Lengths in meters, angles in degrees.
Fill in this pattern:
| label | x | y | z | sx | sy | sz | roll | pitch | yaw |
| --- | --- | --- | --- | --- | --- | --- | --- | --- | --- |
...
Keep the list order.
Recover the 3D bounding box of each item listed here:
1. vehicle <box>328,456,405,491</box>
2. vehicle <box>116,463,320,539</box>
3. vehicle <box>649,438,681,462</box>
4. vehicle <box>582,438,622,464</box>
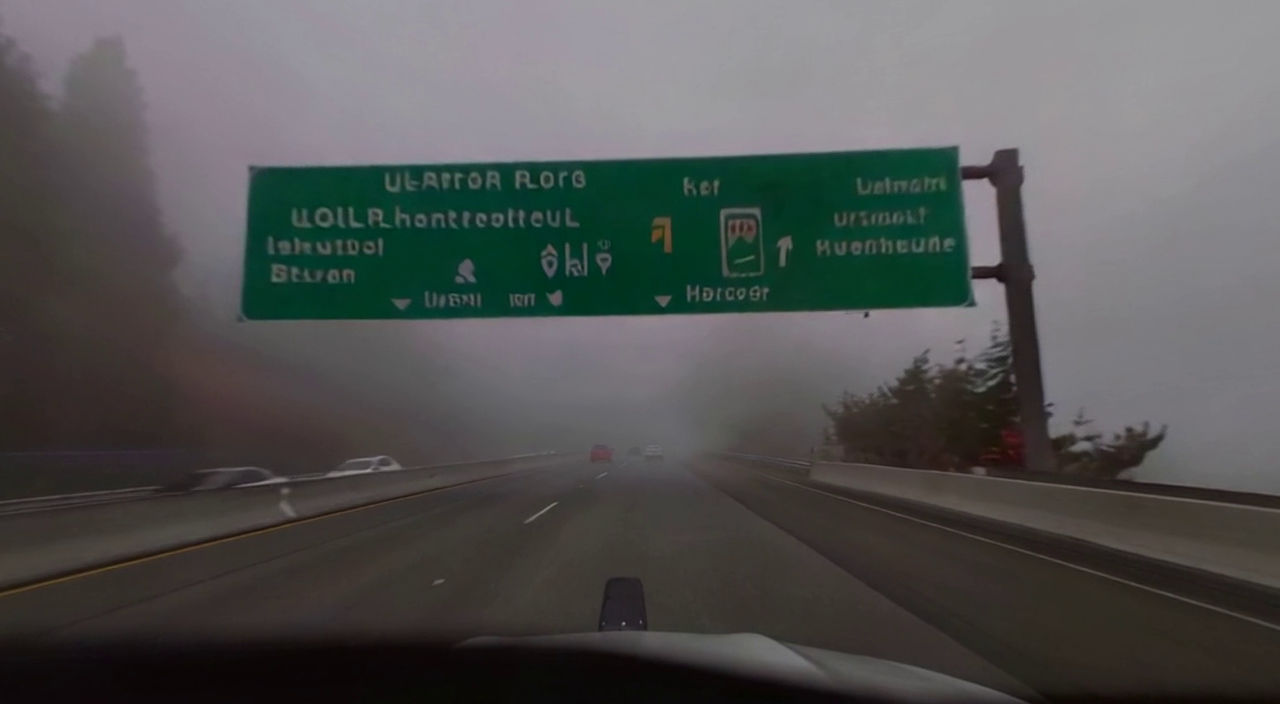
| label | x | y | z | sx | sy | sz | roll | pitch | yaw |
| --- | --- | --- | --- | --- | --- | --- | --- | --- | --- |
| vehicle | -13.985 | 6.217 | 32.434 | 1.898 | 1.552 | 4.266 | 0 | -8 | 2 |
| vehicle | -10.575 | 3.727 | 16.339 | 1.977 | 1.489 | 4.631 | 0 | -8 | 2 |
| vehicle | 1.738 | 6.709 | 43.159 | 2.077 | 1.533 | 3.854 | -1 | -8 | 3 |
| vehicle | -2.309 | 6.147 | 39.075 | 1.985 | 1.518 | 3.847 | -1 | -8 | 4 |
